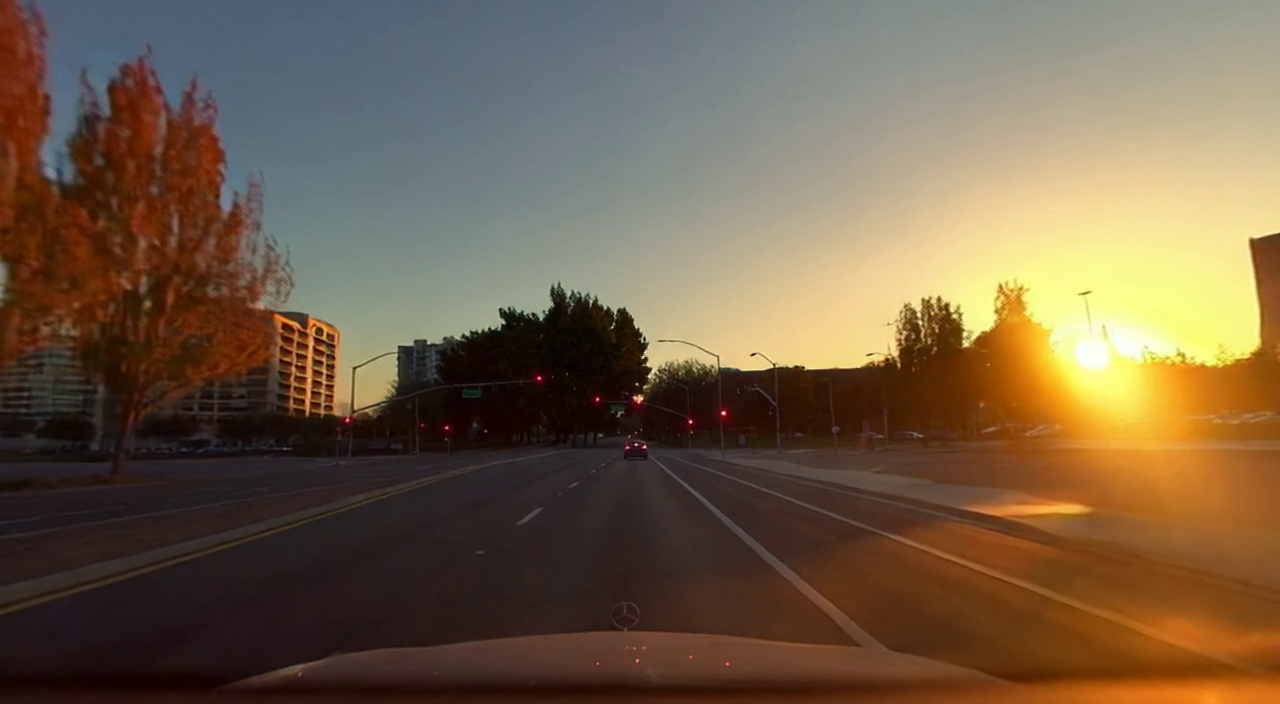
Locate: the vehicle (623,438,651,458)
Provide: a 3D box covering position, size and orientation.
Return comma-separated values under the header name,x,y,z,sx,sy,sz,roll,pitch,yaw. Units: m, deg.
name,x,y,z,sx,sy,sz,roll,pitch,yaw
vehicle,-0.246,7.554,49.823,2.107,1.470,3.974,0,-8,-1
